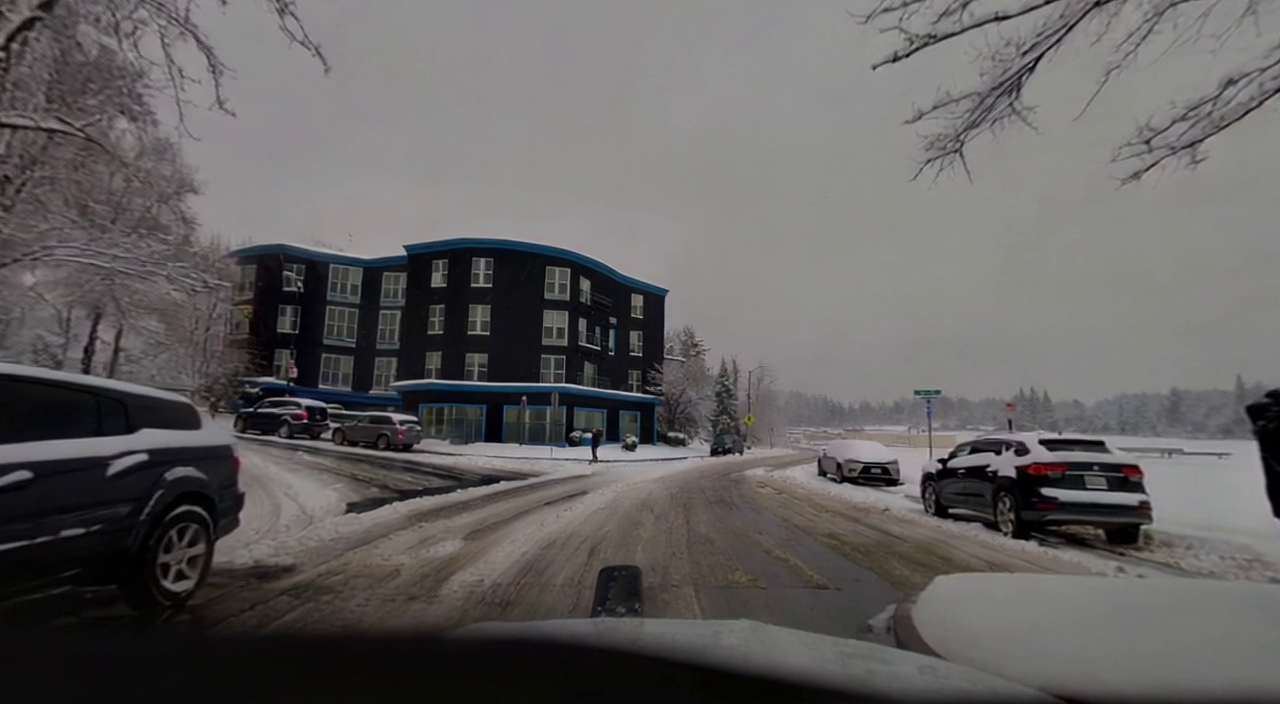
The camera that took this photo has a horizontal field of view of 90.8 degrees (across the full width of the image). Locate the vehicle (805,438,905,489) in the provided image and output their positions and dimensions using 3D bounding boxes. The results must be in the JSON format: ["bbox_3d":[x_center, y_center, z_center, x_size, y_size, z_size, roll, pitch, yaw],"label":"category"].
[{"bbox_3d":[7.902,4.119,23.766,1.917,1.704,4.840,0,-8,-2],"label":"vehicle"}]

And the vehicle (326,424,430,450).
[{"bbox_3d":[-13.595,4.451,33.043,4.603,1.335,1.889,1,-9,-8],"label":"vehicle"}]

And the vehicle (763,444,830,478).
[{"bbox_3d":[7.932,5.555,32.534,2.122,1.554,4.777,0,-8,-1],"label":"vehicle"}]

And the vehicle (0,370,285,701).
[{"bbox_3d":[-4.545,1.034,3.772,2.285,1.712,5.200,1,-8,-6],"label":"vehicle"}]

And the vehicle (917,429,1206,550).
[{"bbox_3d":[7.500,2.459,12.150,2.181,1.792,5.066,0,-8,2],"label":"vehicle"}]

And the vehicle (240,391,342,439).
[{"bbox_3d":[-18.678,3.374,33.804,4.598,1.645,2.019,9,-5,20],"label":"vehicle"}]
